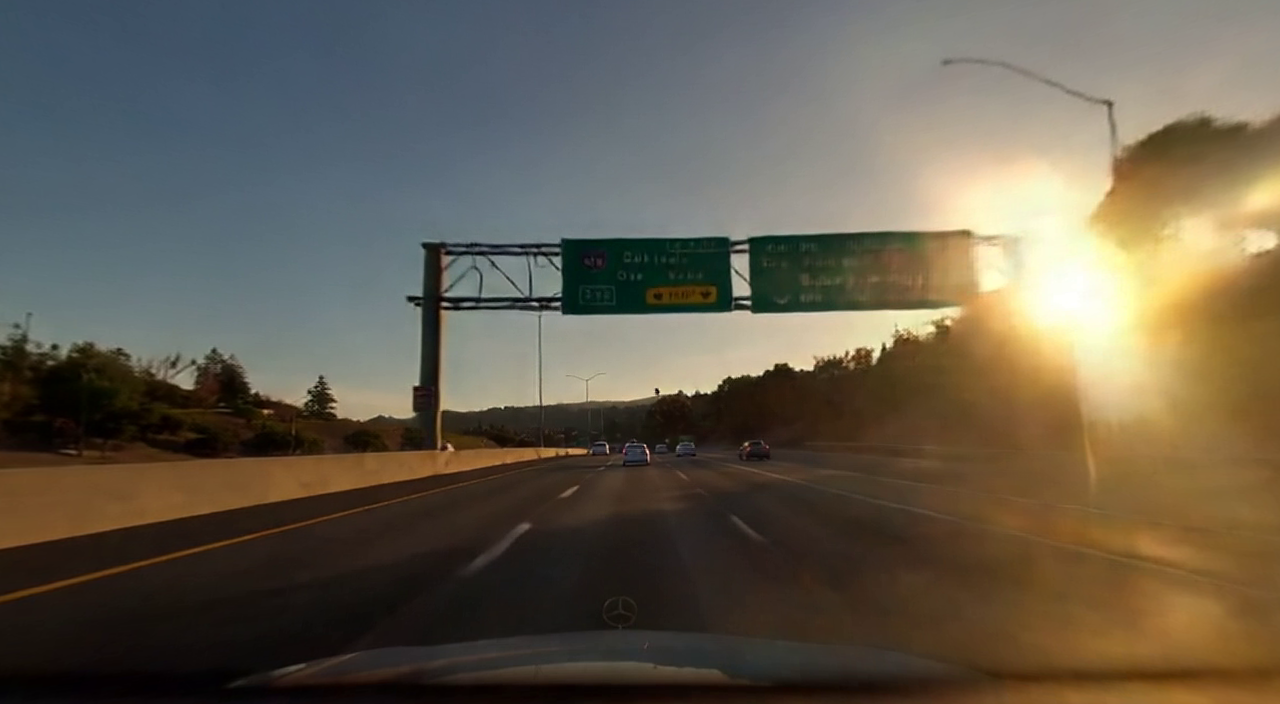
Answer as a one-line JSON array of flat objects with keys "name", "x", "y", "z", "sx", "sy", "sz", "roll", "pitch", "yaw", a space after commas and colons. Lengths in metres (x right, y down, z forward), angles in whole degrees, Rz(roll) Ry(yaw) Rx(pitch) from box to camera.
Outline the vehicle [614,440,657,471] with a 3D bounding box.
[{"name": "vehicle", "x": -0.244, "y": 5.188, "z": 31.920, "sx": 1.985, "sy": 1.457, "sz": 4.227, "roll": 0, "pitch": -9, "yaw": -1}]

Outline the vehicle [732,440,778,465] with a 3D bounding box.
[{"name": "vehicle", "x": 6.972, "y": 6.141, "z": 38.721, "sx": 1.935, "sy": 1.478, "sz": 4.433, "roll": 0, "pitch": -9, "yaw": -1}]
